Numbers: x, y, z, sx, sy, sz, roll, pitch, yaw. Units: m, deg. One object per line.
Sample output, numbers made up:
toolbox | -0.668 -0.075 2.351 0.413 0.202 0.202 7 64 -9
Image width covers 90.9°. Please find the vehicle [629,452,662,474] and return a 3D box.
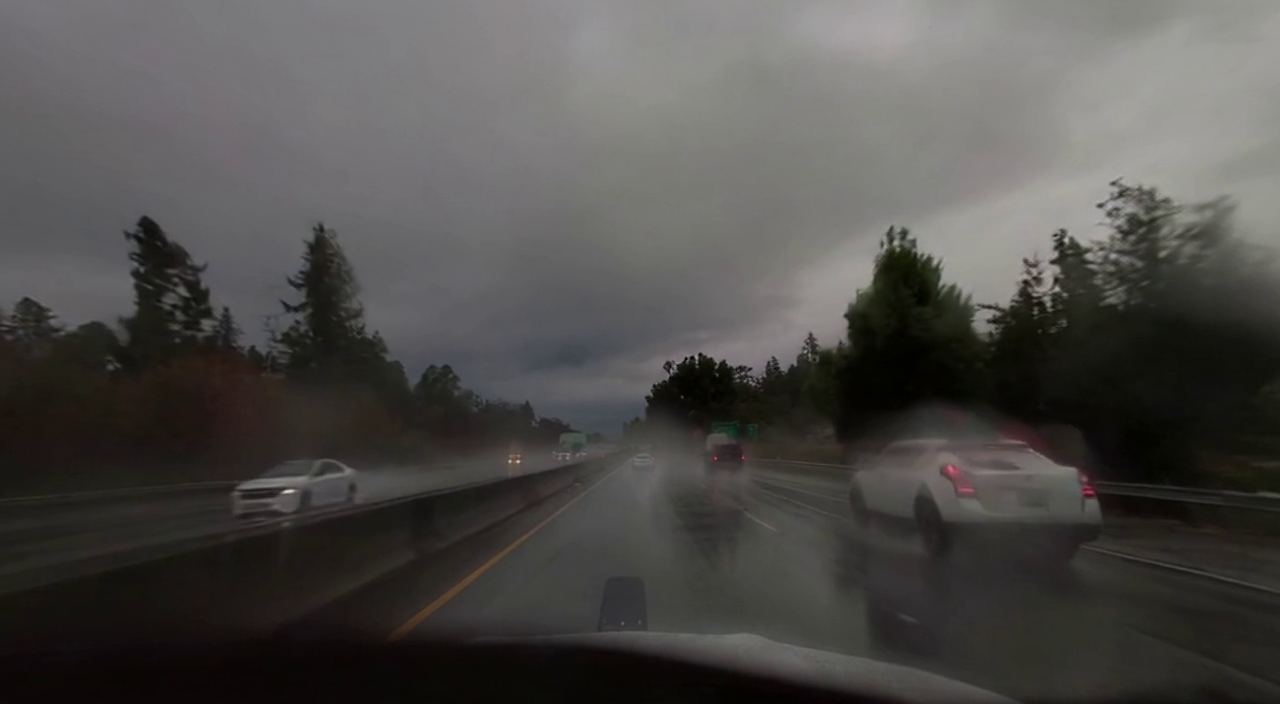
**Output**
vehicle | 0.356 7.142 40.772 2.012 1.320 3.777 0 -9 1

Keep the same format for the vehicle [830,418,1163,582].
vehicle | 4.290 1.846 8.676 1.969 1.639 4.472 0 -9 0

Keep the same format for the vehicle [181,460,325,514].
vehicle | -12.313 4.293 20.472 1.830 1.463 4.503 0 -9 0

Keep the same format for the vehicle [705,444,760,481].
vehicle | 4.330 5.230 30.023 1.935 1.594 3.981 0 -9 -1
